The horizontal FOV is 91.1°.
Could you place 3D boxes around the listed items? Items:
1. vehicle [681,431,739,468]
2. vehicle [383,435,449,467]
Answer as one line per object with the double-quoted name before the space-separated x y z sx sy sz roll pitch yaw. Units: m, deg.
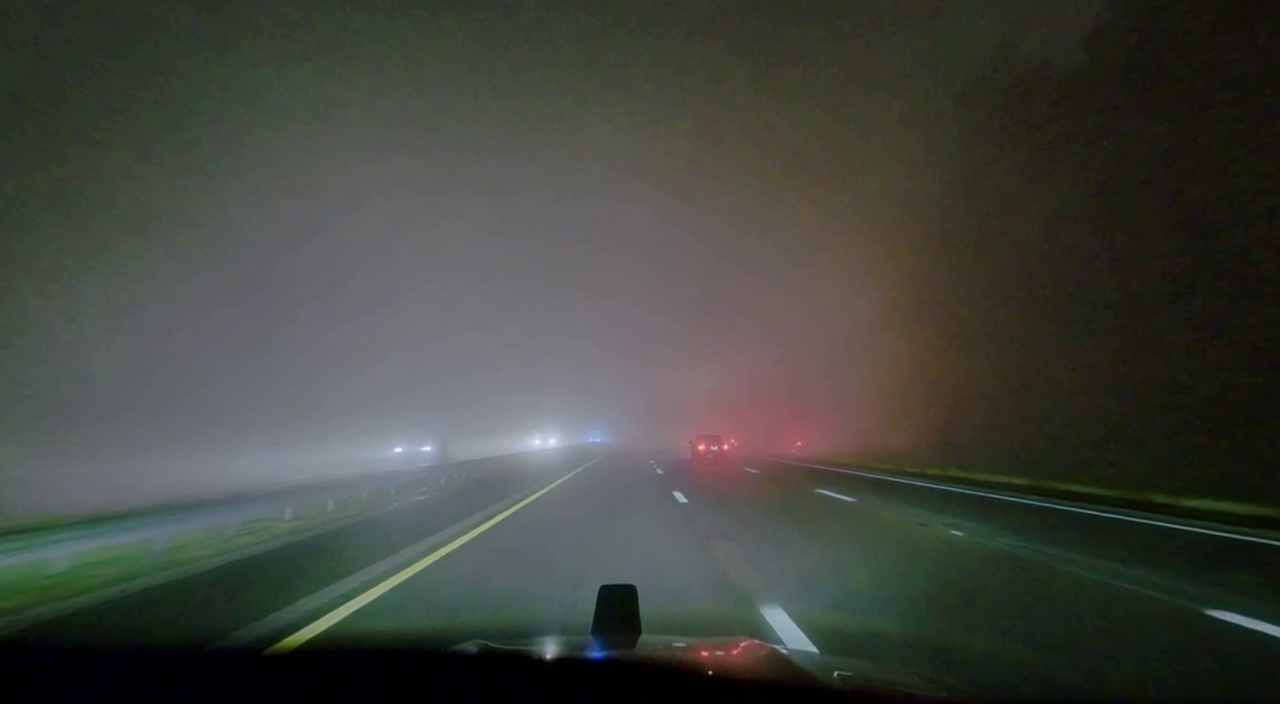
"vehicle" 3.120 4.460 29.060 2.084 1.583 4.420 0 -8 -1
"vehicle" -11.612 5.164 32.904 1.890 1.550 4.094 0 -8 1
